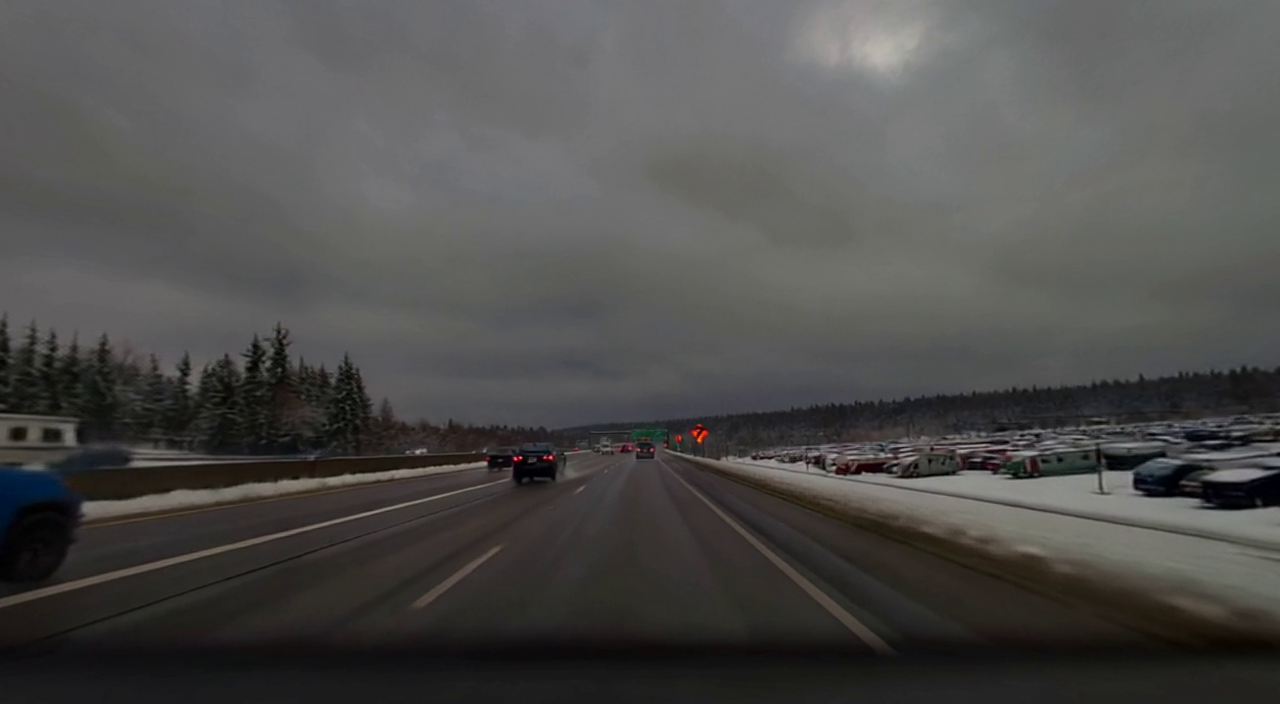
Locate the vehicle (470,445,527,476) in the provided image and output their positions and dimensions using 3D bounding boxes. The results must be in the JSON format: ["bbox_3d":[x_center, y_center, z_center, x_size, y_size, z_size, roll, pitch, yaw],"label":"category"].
[{"bbox_3d":[-7.537,5.808,33.902,1.991,1.538,4.360,0,-9,1],"label":"vehicle"}]

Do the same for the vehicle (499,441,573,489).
[{"bbox_3d":[-3.944,4.354,24.598,2.070,1.665,4.213,0,-9,1],"label":"vehicle"}]

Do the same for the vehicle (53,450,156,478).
[{"bbox_3d":[-32.574,6.814,38.529,1.850,1.534,4.913,0,-9,2],"label":"vehicle"}]
